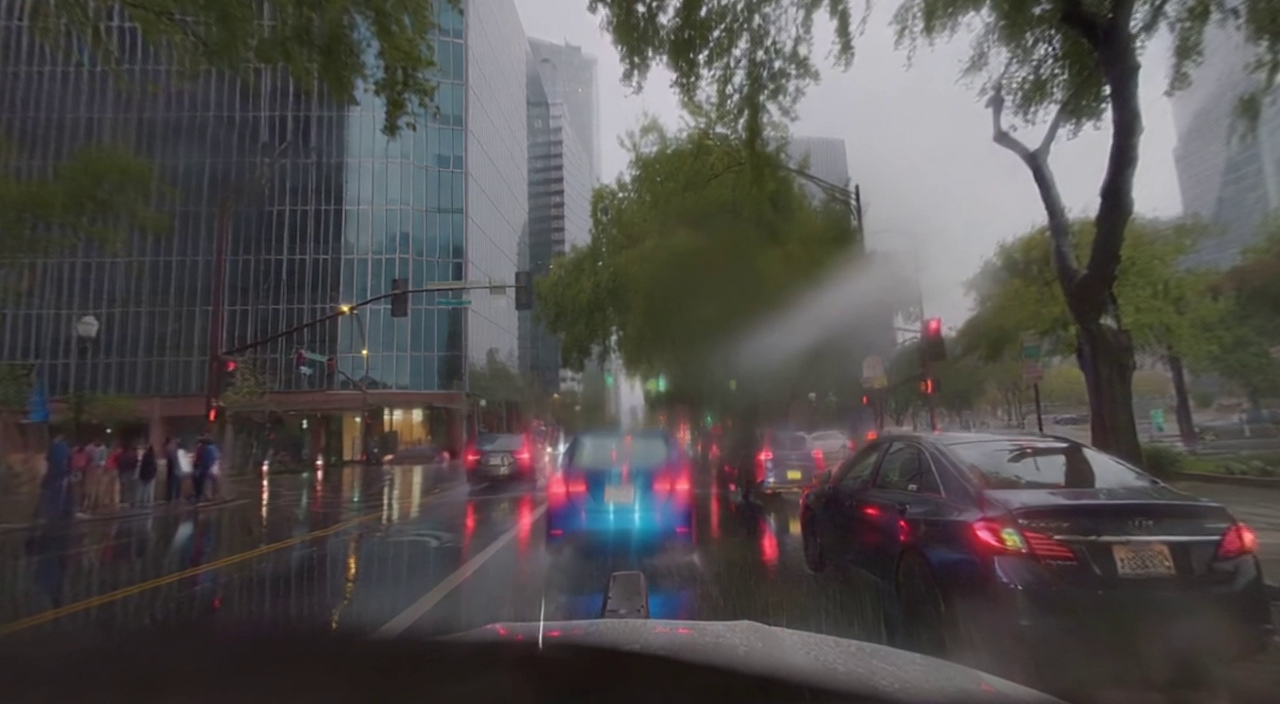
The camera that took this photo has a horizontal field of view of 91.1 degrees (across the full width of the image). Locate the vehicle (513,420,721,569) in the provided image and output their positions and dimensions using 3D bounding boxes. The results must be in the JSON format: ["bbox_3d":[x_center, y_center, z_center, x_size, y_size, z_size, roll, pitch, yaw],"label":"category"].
[{"bbox_3d":[-0.278,1.722,8.374,2.072,1.476,4.078,0,-8,-1],"label":"vehicle"}]

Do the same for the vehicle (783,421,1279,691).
[{"bbox_3d":[2.762,1.430,5.601,1.952,1.464,4.165,0,-8,-1],"label":"vehicle"}]

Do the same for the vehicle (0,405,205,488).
[{"bbox_3d":[-25.792,4.349,28.985,8.989,3.623,2.884,0,-8,-1],"label":"vehicle"}]

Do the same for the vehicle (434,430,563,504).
[{"bbox_3d":[-3.222,2.716,15.290,2.068,1.513,4.221,0,-8,1],"label":"vehicle"}]

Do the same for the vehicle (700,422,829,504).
[{"bbox_3d":[2.879,2.698,15.688,2.234,1.723,4.486,0,-8,-1],"label":"vehicle"}]

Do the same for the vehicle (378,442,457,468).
[{"bbox_3d":[-13.021,5.997,36.645,4.531,1.427,1.957,-6,-10,34],"label":"vehicle"}]
